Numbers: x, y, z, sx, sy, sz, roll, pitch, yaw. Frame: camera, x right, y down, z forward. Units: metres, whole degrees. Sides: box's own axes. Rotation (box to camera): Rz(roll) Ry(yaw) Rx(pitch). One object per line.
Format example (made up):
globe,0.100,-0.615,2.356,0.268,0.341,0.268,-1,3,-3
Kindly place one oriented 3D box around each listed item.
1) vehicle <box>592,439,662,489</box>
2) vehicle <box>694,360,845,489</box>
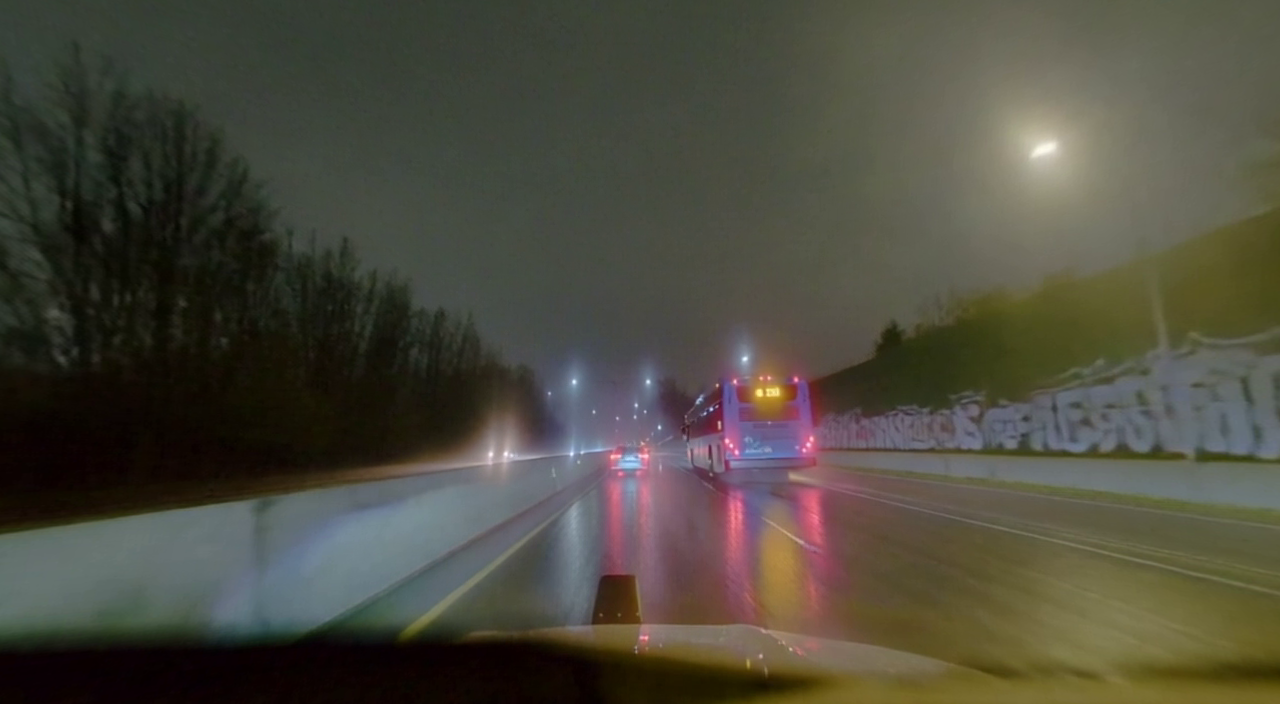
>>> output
vehicle,-0.367,3.803,21.553,2.160,1.532,4.073,-1,-9,1
vehicle,4.030,2.912,23.279,3.055,3.479,12.521,-1,-9,1
